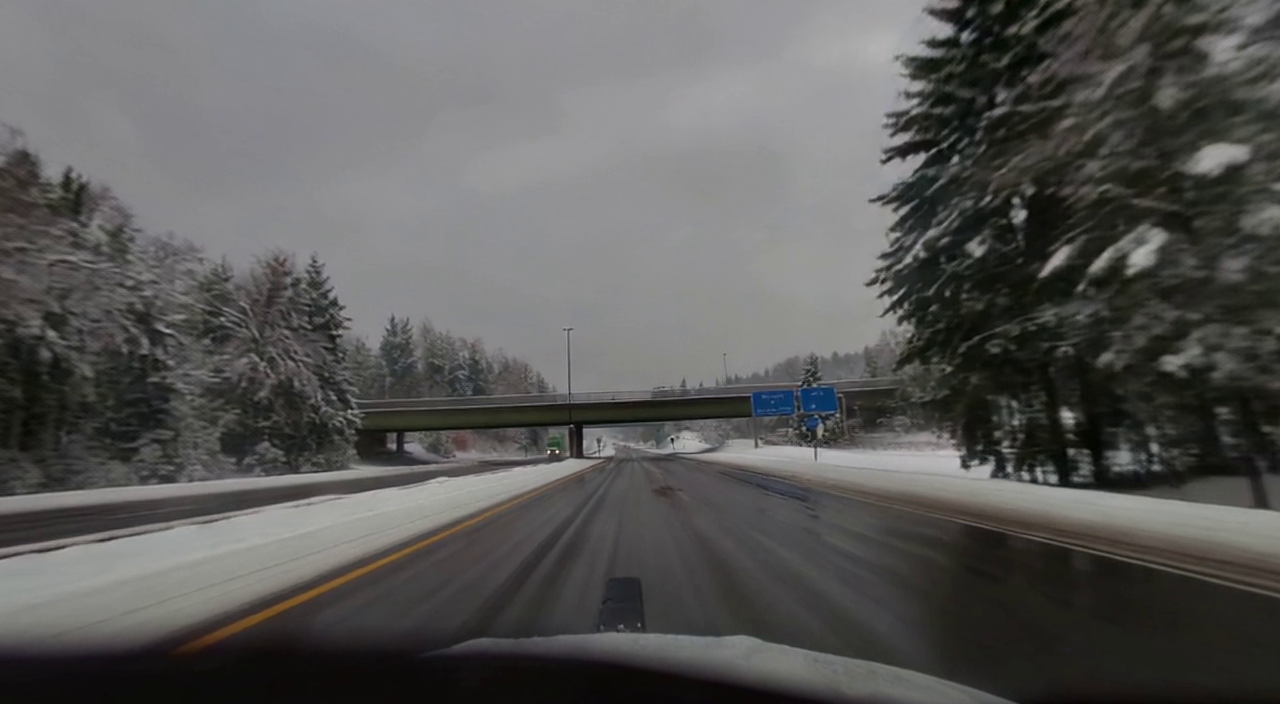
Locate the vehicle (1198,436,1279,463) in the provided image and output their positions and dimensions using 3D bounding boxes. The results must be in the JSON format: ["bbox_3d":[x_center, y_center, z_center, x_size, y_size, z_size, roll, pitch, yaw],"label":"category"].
[{"bbox_3d":[41.007,6.641,42.942,3.974,1.586,1.828,-3,-6,11],"label":"vehicle"}]
